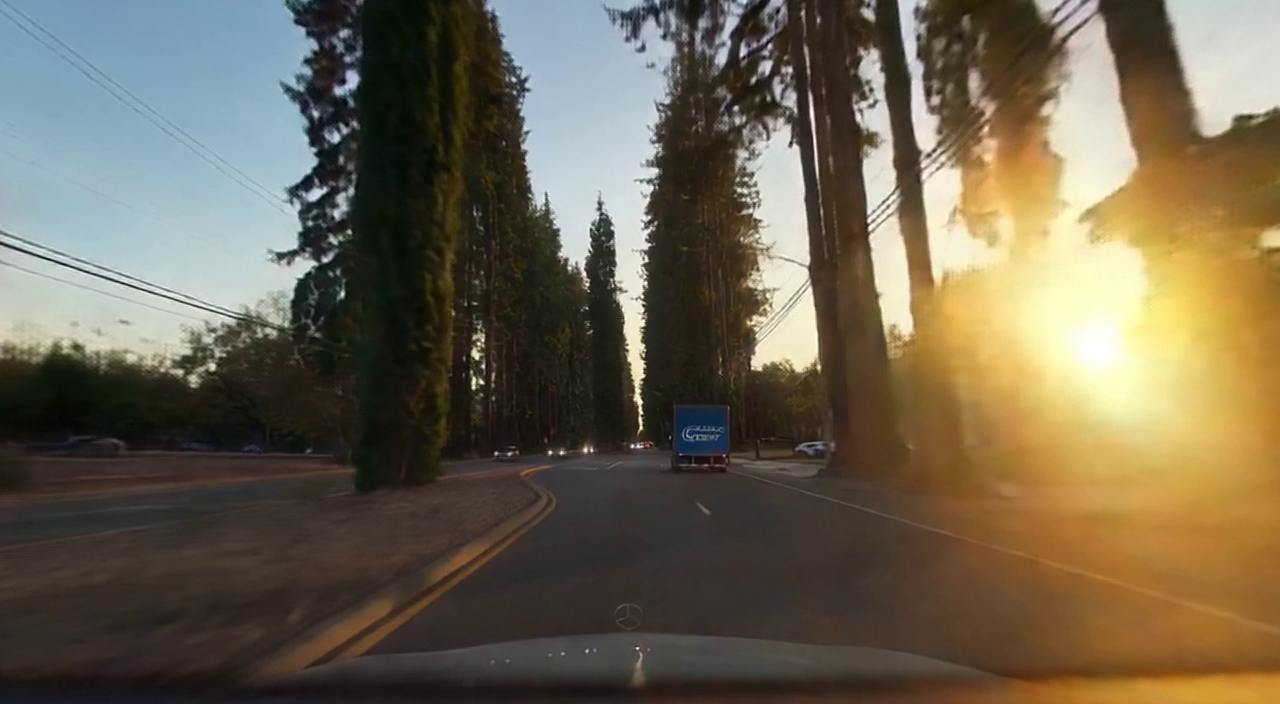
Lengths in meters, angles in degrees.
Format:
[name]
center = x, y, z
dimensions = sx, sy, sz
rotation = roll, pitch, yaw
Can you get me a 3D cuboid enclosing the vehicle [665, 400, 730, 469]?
[vehicle]
center = 3.399, 5.308, 39.846
dimensions = 2.973, 3.848, 9.336
rotation = 0, -8, -2
